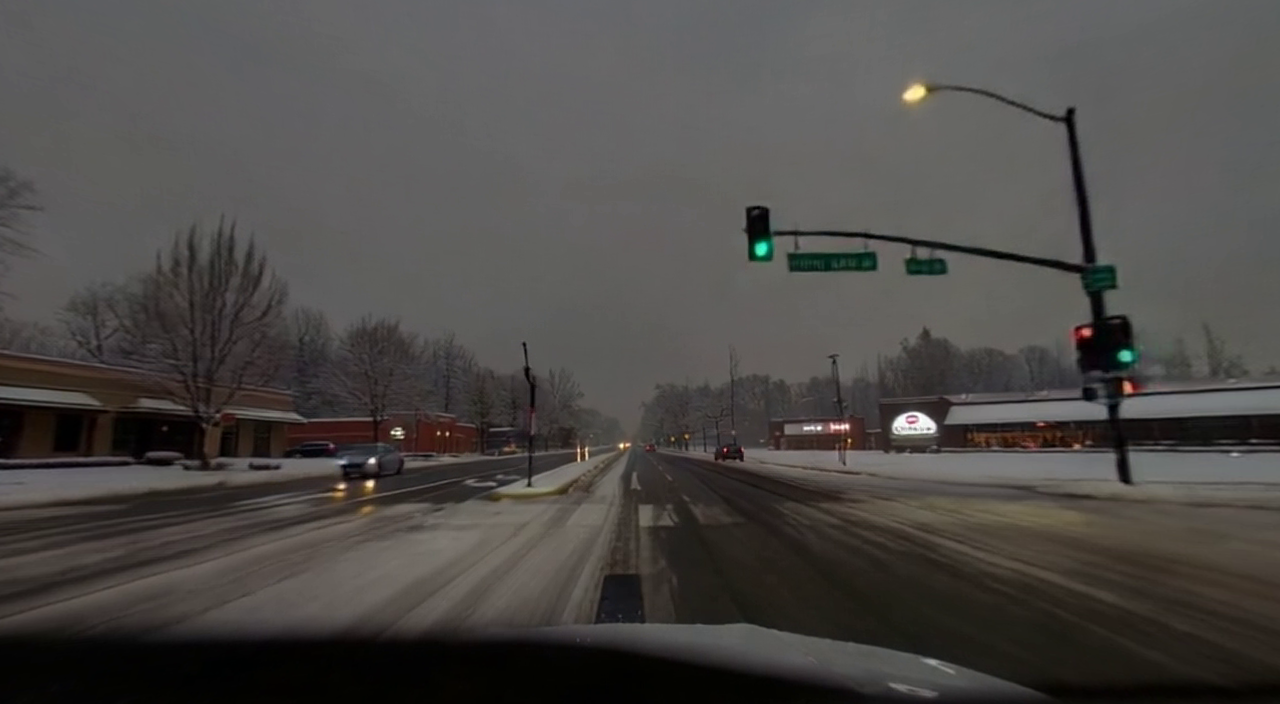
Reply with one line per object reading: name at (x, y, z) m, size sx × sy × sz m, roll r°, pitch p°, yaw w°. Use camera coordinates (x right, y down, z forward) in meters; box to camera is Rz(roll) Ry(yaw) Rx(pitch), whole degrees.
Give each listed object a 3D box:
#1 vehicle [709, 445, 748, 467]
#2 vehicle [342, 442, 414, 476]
vehicle at (6.134, 7.244, 44.091) m, size 1.916 × 1.437 × 4.327 m, roll 0°, pitch -9°, yaw -3°
vehicle at (-15.174, 6.219, 36.920) m, size 2.036 × 1.787 × 4.985 m, roll 0°, pitch -9°, yaw 0°
